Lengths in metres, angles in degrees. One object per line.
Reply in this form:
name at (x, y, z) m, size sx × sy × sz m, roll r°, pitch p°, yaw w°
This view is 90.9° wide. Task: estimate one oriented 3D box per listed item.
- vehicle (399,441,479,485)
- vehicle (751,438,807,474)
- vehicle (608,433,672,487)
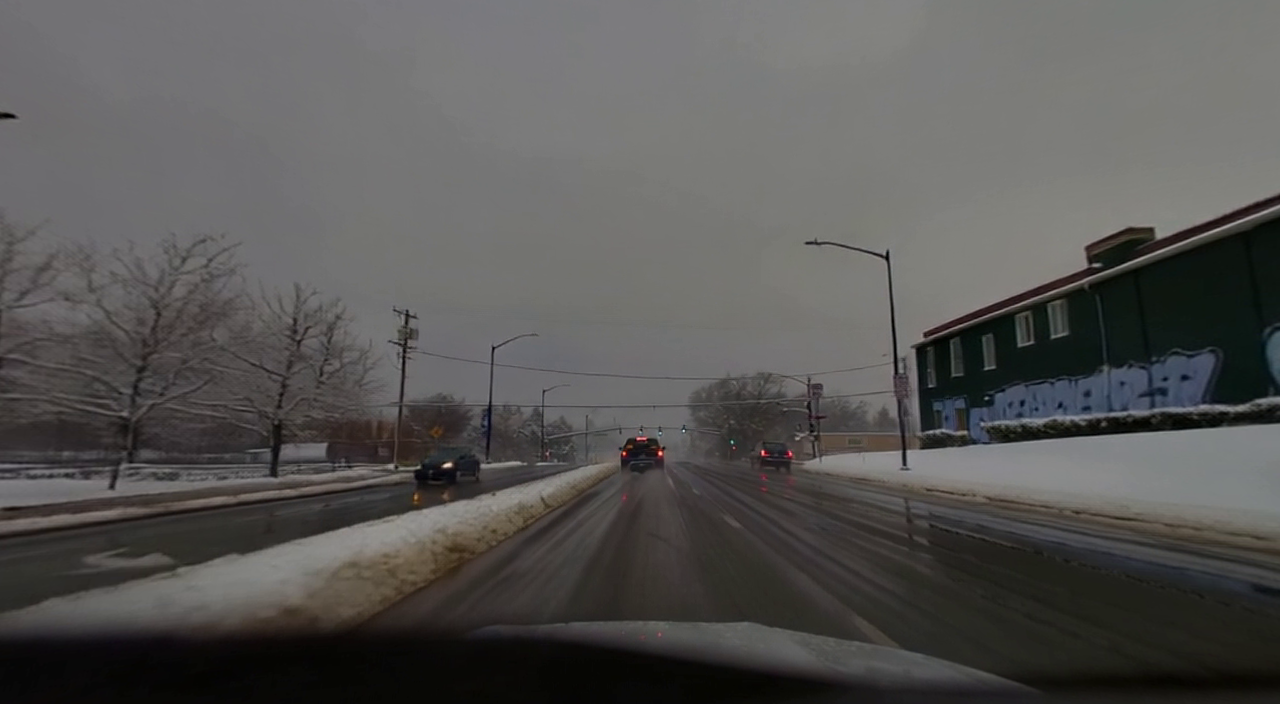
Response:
vehicle at (-8.840, 4.896, 28.154) m, size 1.979 × 1.794 × 4.264 m, roll -1°, pitch -8°, yaw 3°
vehicle at (7.084, 5.324, 32.500) m, size 1.952 × 1.749 × 4.311 m, roll 0°, pitch -8°, yaw 1°
vehicle at (0.048, 3.990, 23.634) m, size 2.160 × 1.786 × 4.702 m, roll 0°, pitch -8°, yaw 1°
